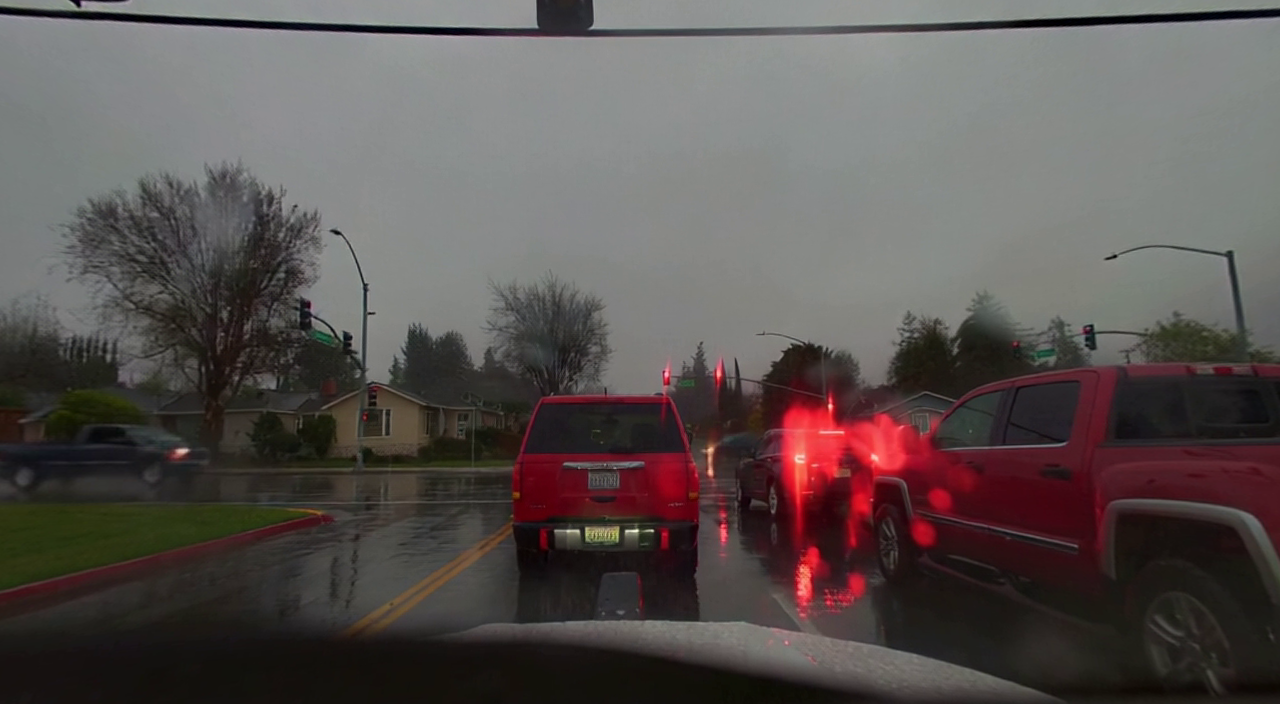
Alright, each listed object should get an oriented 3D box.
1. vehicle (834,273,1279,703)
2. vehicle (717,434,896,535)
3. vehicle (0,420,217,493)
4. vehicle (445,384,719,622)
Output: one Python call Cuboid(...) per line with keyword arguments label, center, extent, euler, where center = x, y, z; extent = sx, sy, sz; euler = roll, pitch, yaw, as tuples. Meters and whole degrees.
Cuboid(label="vehicle", center=(2.977, 0.954, 3.901), extent=(1.886, 1.849, 5.070), euler=(0, -8, -1))
Cuboid(label="vehicle", center=(2.717, 2.270, 11.531), extent=(1.952, 1.465, 4.421), euler=(0, -8, -2))
Cuboid(label="vehicle", center=(-18.398, 3.497, 21.313), extent=(6.403, 2.287, 2.039), euler=(1, -8, -9))
Cuboid(label="vehicle", center=(-0.292, 1.403, 6.670), extent=(1.915, 1.780, 3.379), euler=(-2, -8, 12))
